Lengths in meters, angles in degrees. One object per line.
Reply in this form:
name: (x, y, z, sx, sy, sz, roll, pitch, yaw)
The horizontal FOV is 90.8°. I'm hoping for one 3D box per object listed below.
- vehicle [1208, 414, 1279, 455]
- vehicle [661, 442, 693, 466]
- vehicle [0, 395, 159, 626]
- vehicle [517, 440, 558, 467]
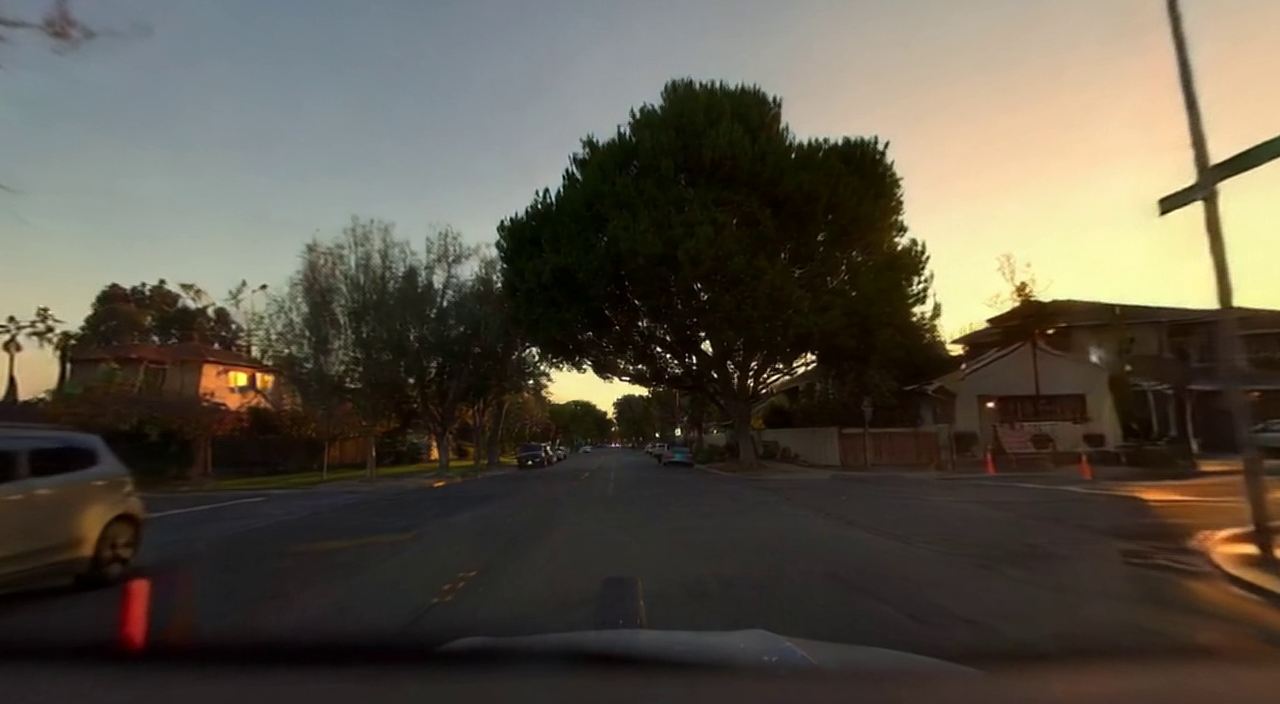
vehicle: (29.657, 3.815, 29.307, 1.923, 1.805, 4.876, -1, -6, -1)
vehicle: (2.628, 7.295, 45.482, 1.896, 1.602, 4.571, 0, -8, -1)
vehicle: (-6.142, 1.255, 4.663, 2.087, 1.835, 4.445, -1, -7, -7)
vehicle: (-7.697, 7.701, 47.912, 2.266, 1.877, 5.167, -1, -9, 0)
